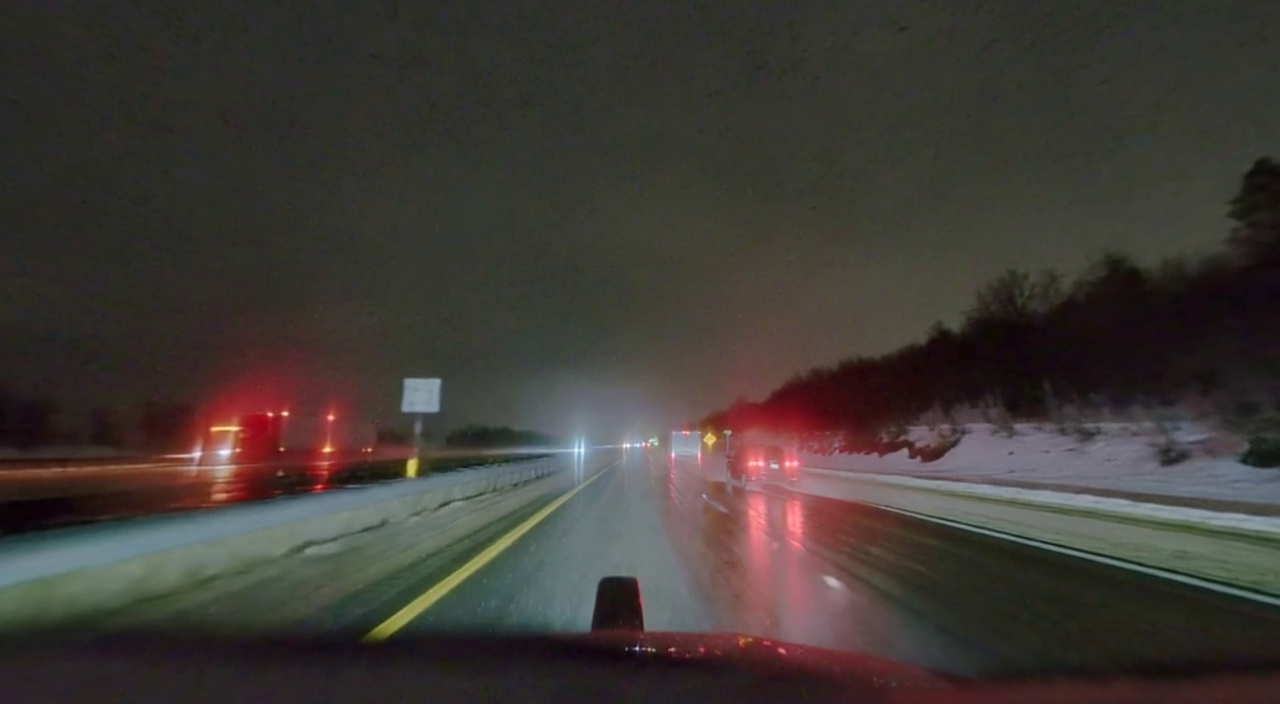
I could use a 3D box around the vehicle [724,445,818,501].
[{"bbox_3d":[3.729,3.488,18.560,1.836,1.459,3.766,0,-9,-2],"label":"vehicle"}]
